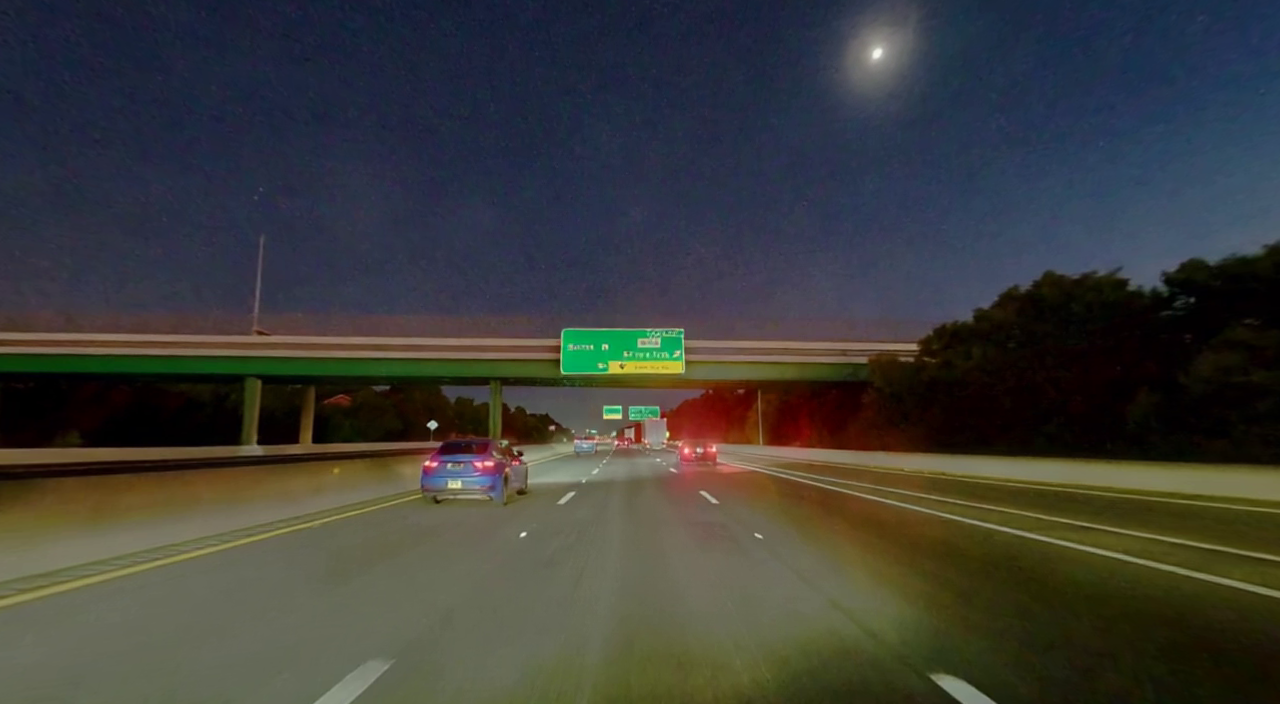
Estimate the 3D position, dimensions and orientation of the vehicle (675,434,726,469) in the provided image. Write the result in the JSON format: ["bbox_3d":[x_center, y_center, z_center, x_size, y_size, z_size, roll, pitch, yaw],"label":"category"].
[{"bbox_3d":[2.993,5.014,31.956,2.001,1.625,4.088,0,-8,-2],"label":"vehicle"}]

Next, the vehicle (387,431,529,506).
[{"bbox_3d":[-4.027,2.645,14.805,2.064,1.479,4.370,0,-8,0],"label":"vehicle"}]
